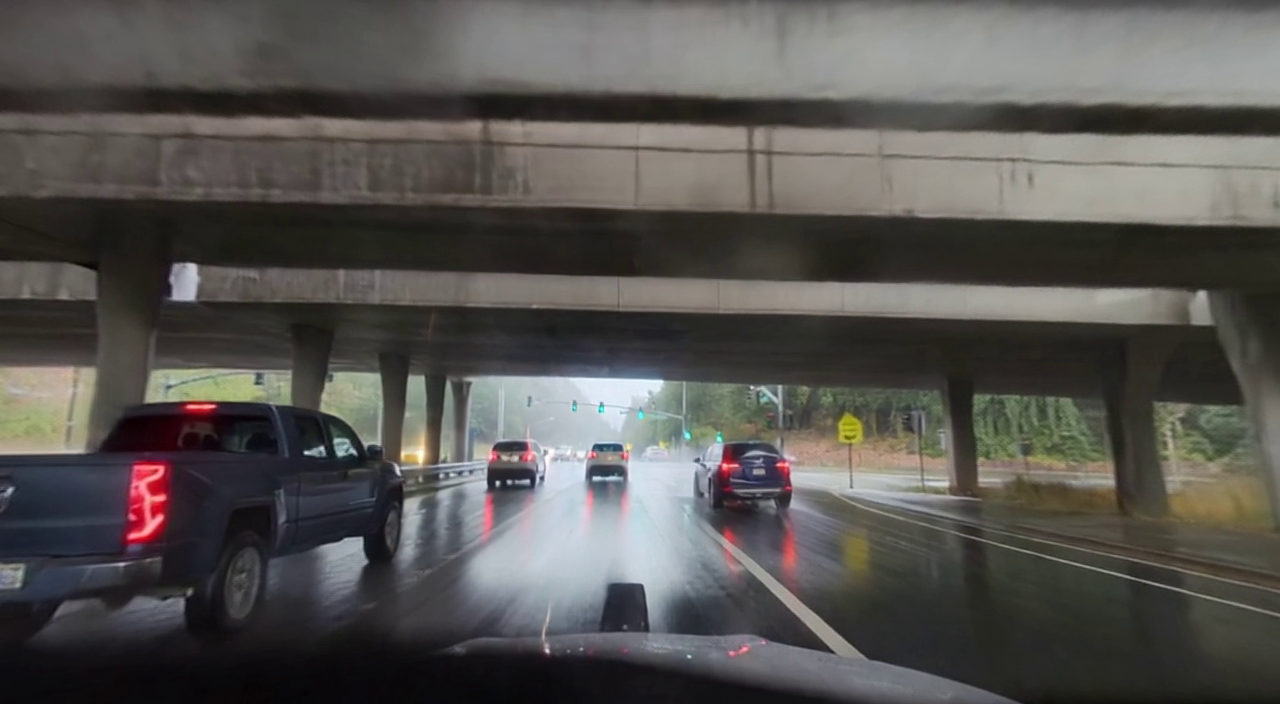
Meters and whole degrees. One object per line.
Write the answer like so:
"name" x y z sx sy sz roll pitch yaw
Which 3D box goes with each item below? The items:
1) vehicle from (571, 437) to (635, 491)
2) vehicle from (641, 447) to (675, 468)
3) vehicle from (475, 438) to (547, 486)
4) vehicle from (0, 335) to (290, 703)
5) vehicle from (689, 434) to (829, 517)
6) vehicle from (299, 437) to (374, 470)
"vehicle" -1.287 3.958 22.558 2.097 1.748 3.794 0 -8 -2
"vehicle" 1.277 7.688 46.199 2.026 1.457 3.969 1 -8 -6
"vehicle" -4.978 4.293 24.947 2.127 1.720 4.064 0 -8 -2
"vehicle" -4.087 0.853 3.121 2.074 1.814 4.596 0 -8 -1
"vehicle" 2.735 3.005 16.061 2.234 1.720 5.378 1 -8 -3
"vehicle" -17.258 5.776 36.133 2.013 1.744 5.015 1 -8 -4
